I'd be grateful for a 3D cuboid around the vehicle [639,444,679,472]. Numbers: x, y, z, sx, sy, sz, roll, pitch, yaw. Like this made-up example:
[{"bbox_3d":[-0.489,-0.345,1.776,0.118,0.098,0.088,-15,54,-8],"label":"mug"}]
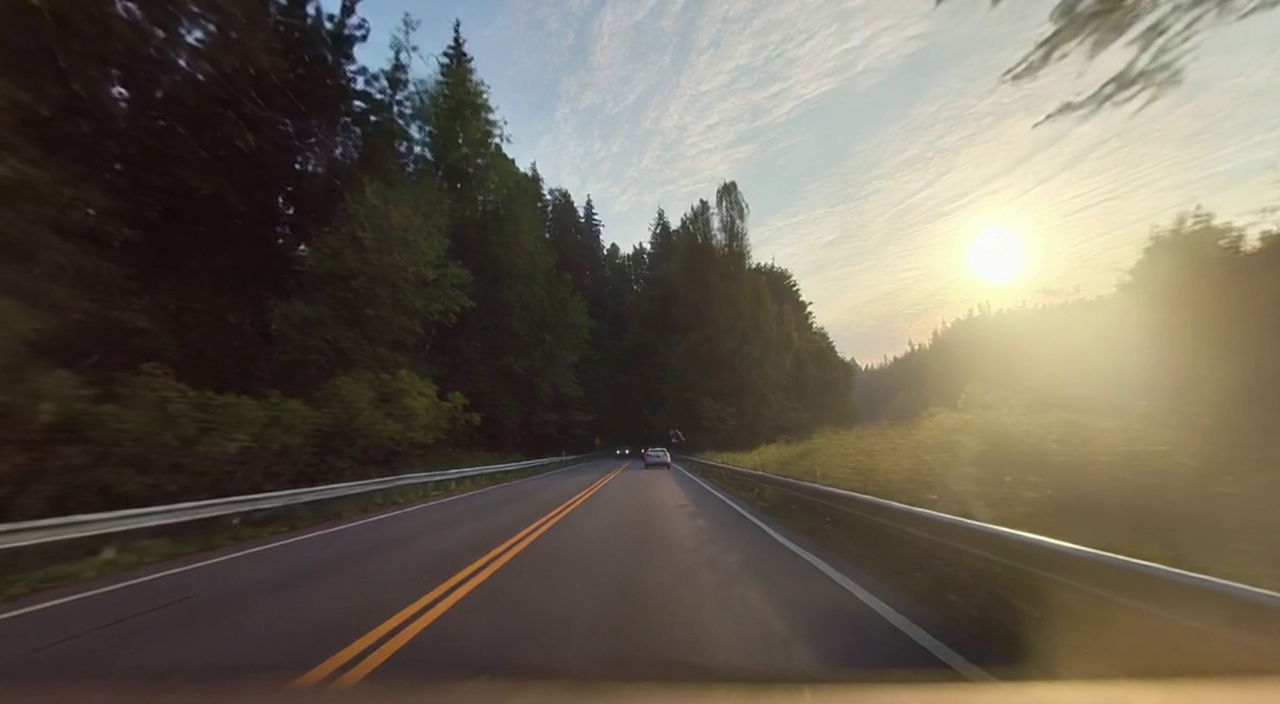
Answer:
[{"bbox_3d":[1.027,5.999,35.827,2.120,1.491,4.349,0,-9,1],"label":"vehicle"}]
